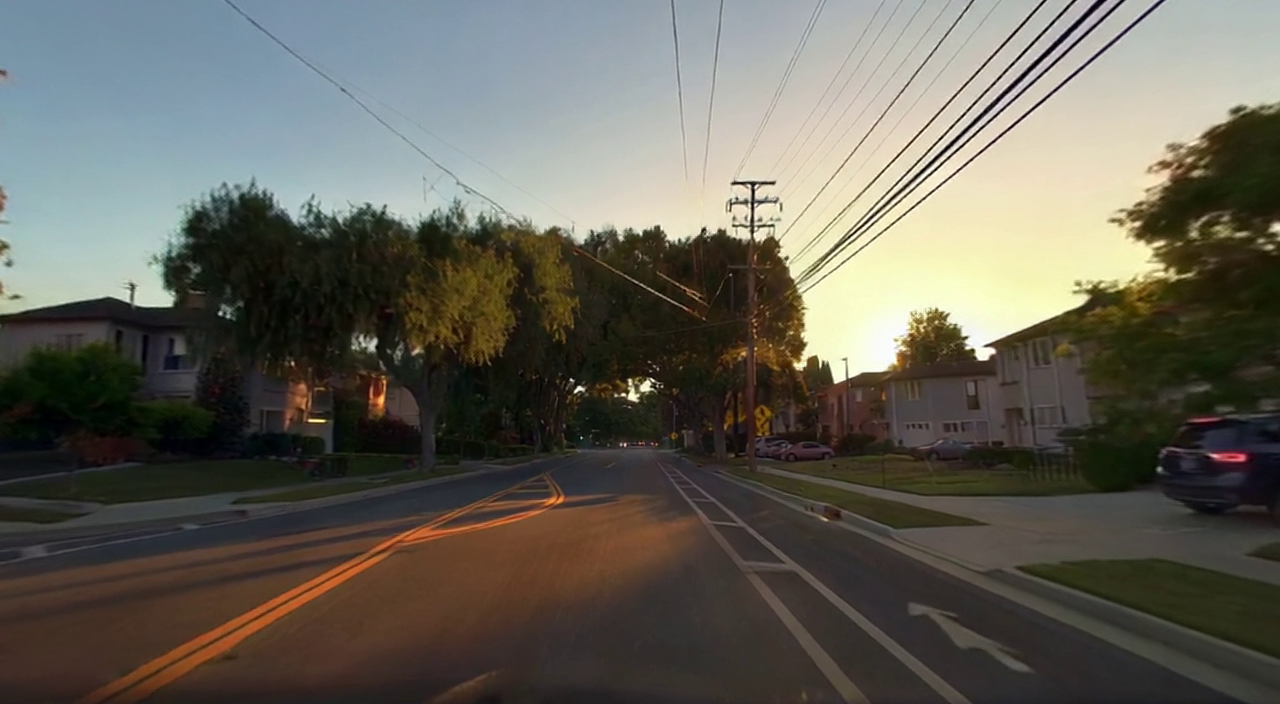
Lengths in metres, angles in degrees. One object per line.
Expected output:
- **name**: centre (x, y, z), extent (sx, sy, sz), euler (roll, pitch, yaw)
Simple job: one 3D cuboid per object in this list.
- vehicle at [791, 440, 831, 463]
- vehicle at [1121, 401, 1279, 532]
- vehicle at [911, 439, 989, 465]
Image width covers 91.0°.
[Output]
- **vehicle**: centre (13.171, 7.724, 48.822), extent (1.935, 1.683, 4.669), euler (0, -9, 2)
- **vehicle**: centre (11.062, 1.788, 10.052), extent (4.760, 1.808, 2.402), euler (0, -9, -1)
- **vehicle**: centre (20.734, 6.698, 42.243), extent (3.943, 1.664, 2.391), euler (0, -8, -1)
